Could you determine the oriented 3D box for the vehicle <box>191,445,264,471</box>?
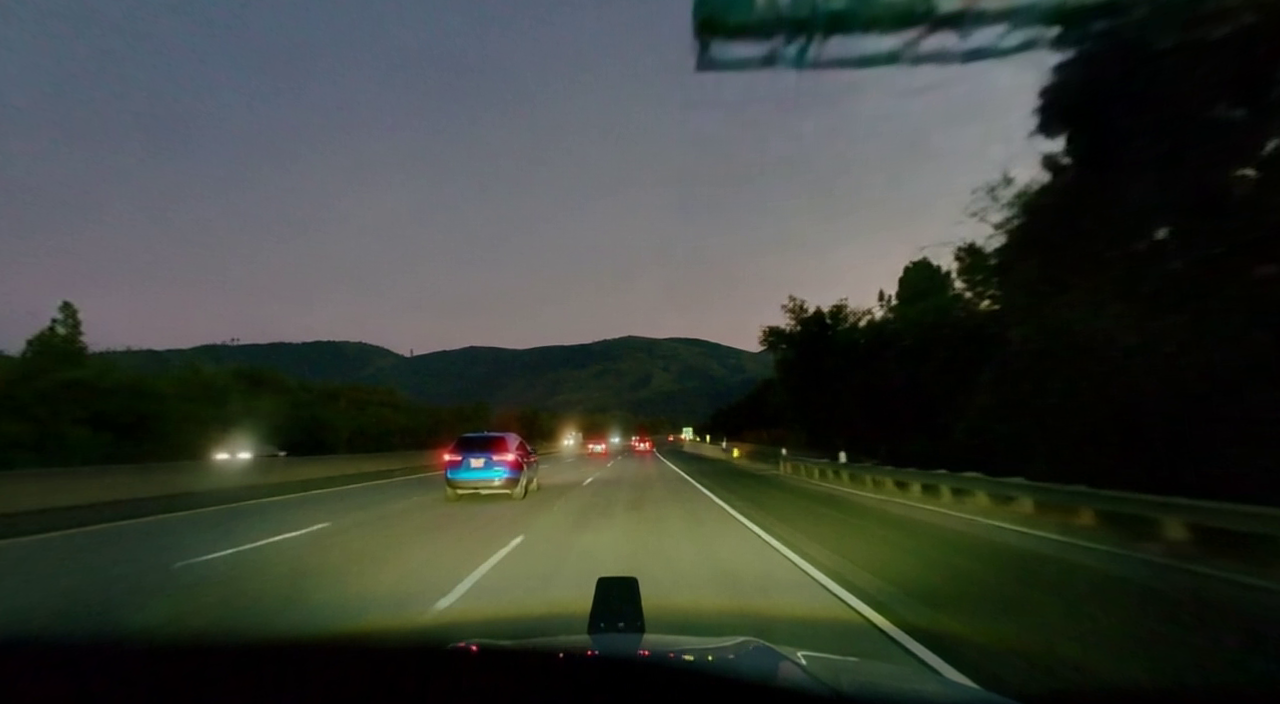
[{"bbox_3d":[-28.527,7.295,43.801,1.925,1.639,4.698,-1,-8,0],"label":"vehicle"}]

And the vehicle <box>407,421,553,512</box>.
[{"bbox_3d":[-3.405,2.522,14.444,2.138,1.718,4.415,-1,-8,1],"label":"vehicle"}]
